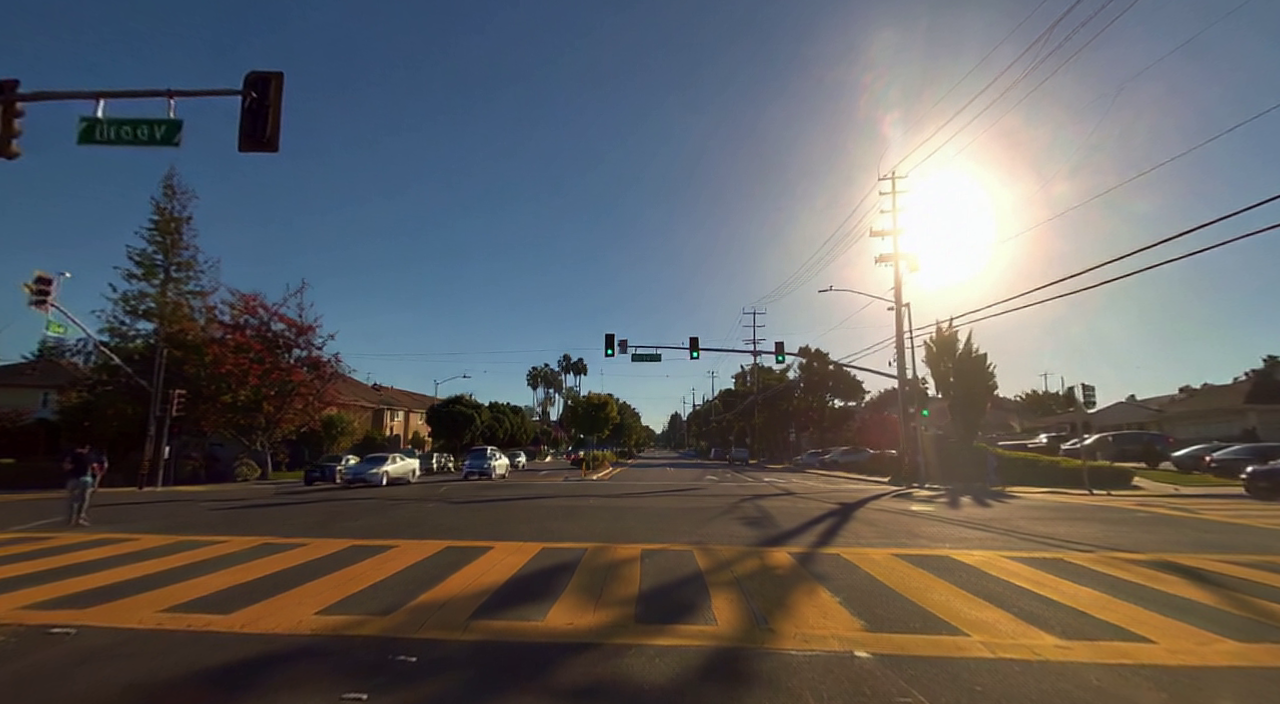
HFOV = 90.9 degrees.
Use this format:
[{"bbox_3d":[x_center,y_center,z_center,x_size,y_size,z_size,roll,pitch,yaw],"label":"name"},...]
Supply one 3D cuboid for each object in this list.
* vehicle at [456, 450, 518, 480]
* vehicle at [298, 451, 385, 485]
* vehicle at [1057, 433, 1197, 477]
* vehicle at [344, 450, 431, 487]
[{"bbox_3d":[-7.711,5.724,32.237,1.958,1.415,4.312,0,-9,2],"label":"vehicle"},{"bbox_3d":[-14.578,5.675,31.113,2.035,1.470,4.677,0,-9,0],"label":"vehicle"},{"bbox_3d":[25.271,5.362,33.064,2.177,2.086,5.514,2,-9,-14],"label":"vehicle"},{"bbox_3d":[-11.001,5.094,27.834,2.007,1.451,4.242,0,-9,1],"label":"vehicle"}]
